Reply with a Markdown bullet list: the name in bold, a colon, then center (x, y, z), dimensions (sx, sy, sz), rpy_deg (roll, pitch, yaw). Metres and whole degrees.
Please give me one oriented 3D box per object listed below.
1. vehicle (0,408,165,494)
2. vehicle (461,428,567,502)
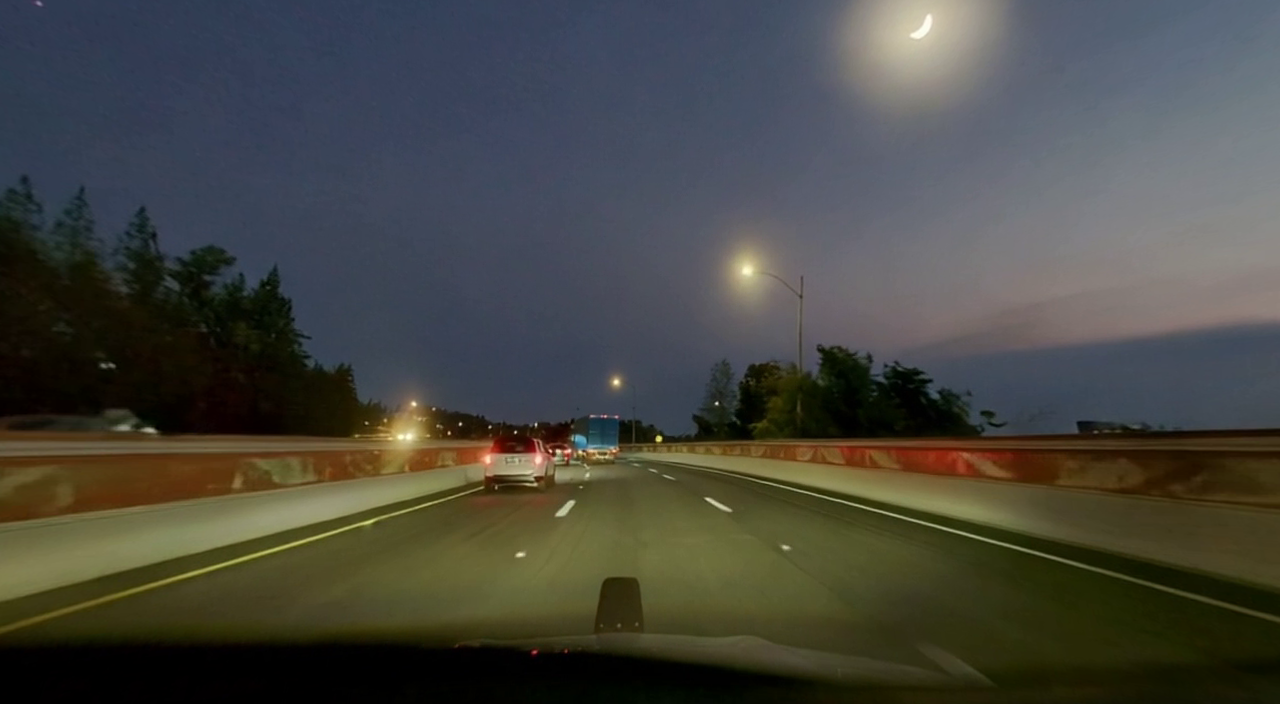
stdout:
- **vehicle**: center (-13.251, 2.145, 13.736), dimensions (2.187, 1.625, 4.614), rpy_deg (0, -9, -1)
- **vehicle**: center (-3.269, 3.031, 17.297), dimensions (2.041, 1.734, 4.391), rpy_deg (1, -9, -1)
